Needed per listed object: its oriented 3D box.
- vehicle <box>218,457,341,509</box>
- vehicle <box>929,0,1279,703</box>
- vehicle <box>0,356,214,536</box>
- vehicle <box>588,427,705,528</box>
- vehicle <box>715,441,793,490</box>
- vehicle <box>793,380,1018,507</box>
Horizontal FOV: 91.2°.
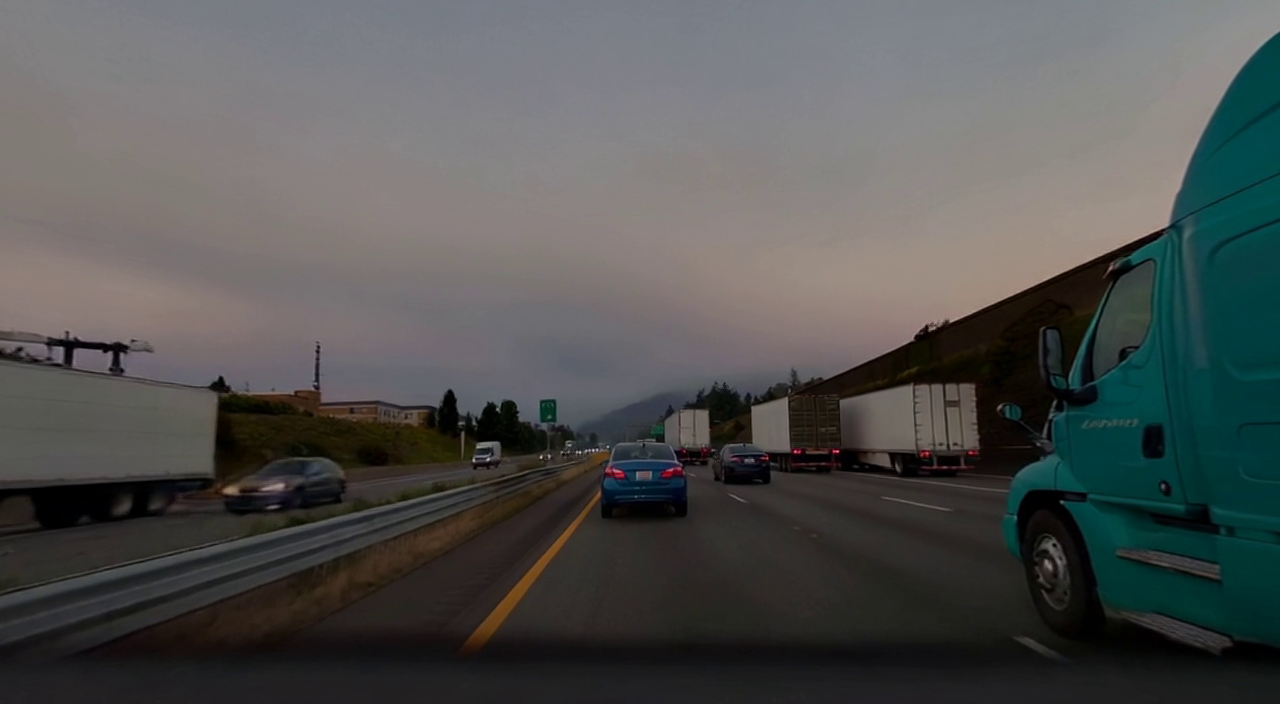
[{"bbox_3d":[-12.010,4.344,21.228,1.917,1.518,3.802,0,-9,-1],"label":"vehicle"},{"bbox_3d":[4.190,-0.054,2.595,2.987,3.877,5.881,0,-9,0],"label":"vehicle"},{"bbox_3d":[-15.895,1.991,13.190,2.935,4.012,16.174,0,-9,-1],"label":"vehicle"},{"bbox_3d":[0.116,2.390,12.357,1.965,1.664,3.428,0,-9,0],"label":"vehicle"},{"bbox_3d":[3.802,3.843,21.534,1.859,1.512,3.711,0,-9,-2],"label":"vehicle"},{"bbox_3d":[7.987,3.102,21.128,2.799,3.188,10.578,0,-9,-1],"label":"vehicle"}]
